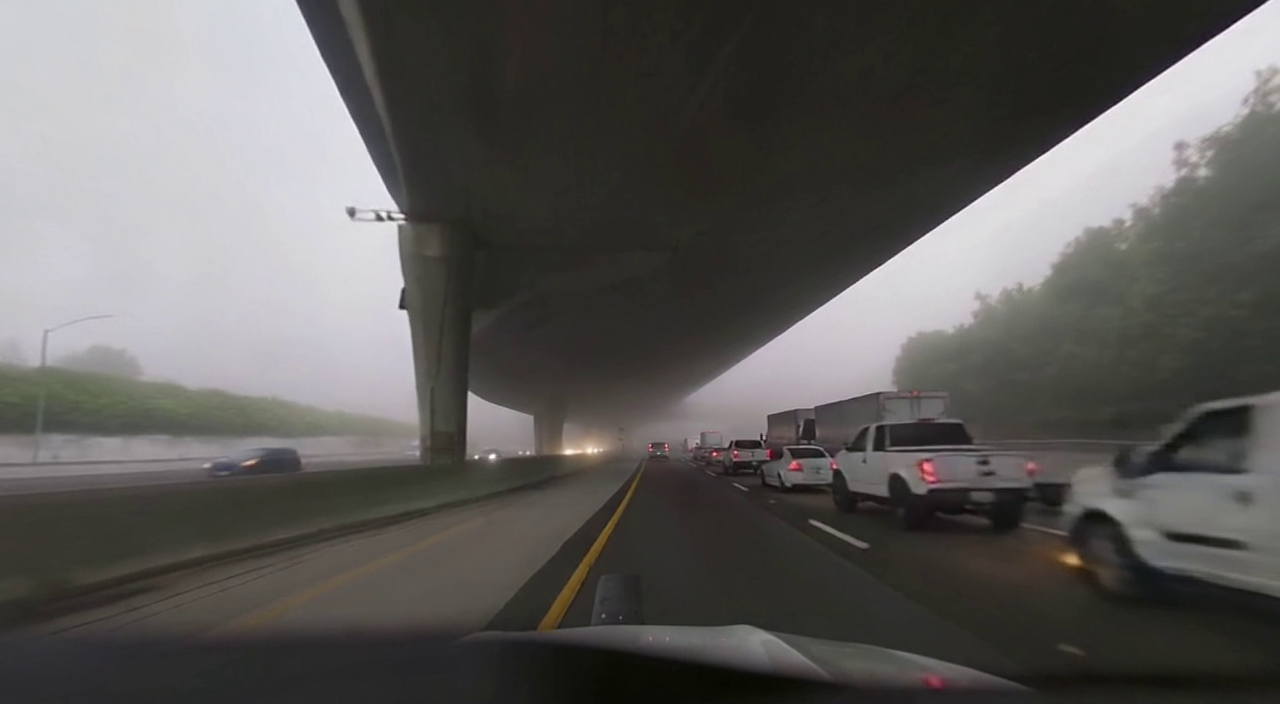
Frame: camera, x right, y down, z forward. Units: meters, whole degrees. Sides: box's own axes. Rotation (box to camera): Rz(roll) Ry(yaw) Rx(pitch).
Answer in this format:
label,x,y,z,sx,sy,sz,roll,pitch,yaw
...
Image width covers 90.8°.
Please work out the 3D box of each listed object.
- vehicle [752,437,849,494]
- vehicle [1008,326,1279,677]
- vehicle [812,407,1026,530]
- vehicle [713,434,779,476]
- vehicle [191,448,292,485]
label,x,y,z,sx,sy,sz,roll,pitch,yaw
vehicle,4.737,3.390,19.246,1.950,1.529,3.884,0,-8,1
vehicle,4.714,0.859,3.658,2.191,1.963,5.001,0,-8,1
vehicle,5.047,2.189,12.401,1.991,1.921,4.879,0,-8,1
vehicle,4.924,4.874,30.147,2.201,1.804,4.801,0,-8,-1
vehicle,-19.695,5.624,31.497,1.953,1.680,4.506,0,-8,2
